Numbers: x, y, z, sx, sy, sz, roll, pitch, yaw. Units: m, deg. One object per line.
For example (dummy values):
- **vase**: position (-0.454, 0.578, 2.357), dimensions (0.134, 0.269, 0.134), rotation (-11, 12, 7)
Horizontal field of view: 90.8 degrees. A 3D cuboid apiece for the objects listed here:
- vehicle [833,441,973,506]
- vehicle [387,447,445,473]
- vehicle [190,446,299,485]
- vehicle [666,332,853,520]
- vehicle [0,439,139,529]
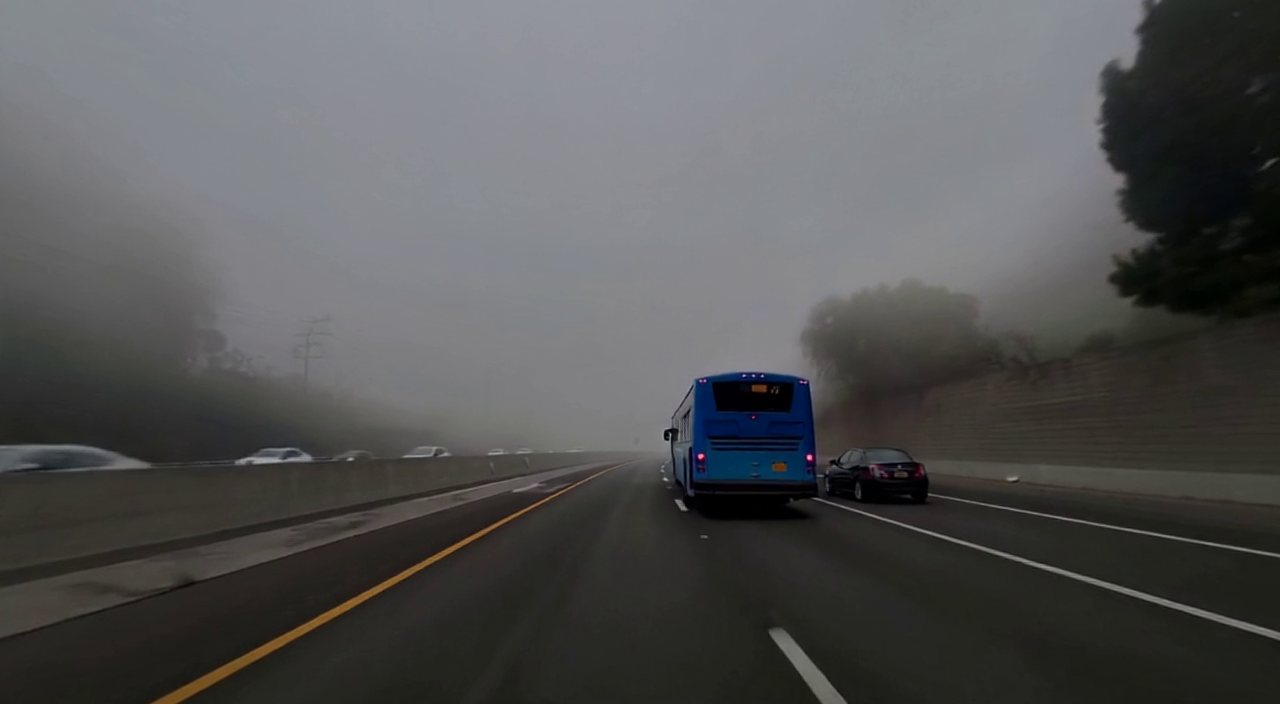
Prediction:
- **vehicle**: position (7.155, 3.306, 17.808), dimensions (2.047, 1.479, 4.593), rotation (-3, -8, 2)
- **vehicle**: position (-14.443, 6.973, 40.999), dimensions (1.940, 1.604, 4.525), rotation (-1, -9, 2)
- **vehicle**: position (-18.608, 5.315, 30.010), dimensions (2.007, 1.679, 4.679), rotation (-1, -9, 2)
- **vehicle**: position (2.555, 2.484, 19.377), dimensions (3.144, 3.580, 14.591), rotation (0, -9, 1)
- **vehicle**: position (-12.088, 2.392, 11.606), dimensions (2.012, 1.527, 4.519), rotation (0, -9, 1)
